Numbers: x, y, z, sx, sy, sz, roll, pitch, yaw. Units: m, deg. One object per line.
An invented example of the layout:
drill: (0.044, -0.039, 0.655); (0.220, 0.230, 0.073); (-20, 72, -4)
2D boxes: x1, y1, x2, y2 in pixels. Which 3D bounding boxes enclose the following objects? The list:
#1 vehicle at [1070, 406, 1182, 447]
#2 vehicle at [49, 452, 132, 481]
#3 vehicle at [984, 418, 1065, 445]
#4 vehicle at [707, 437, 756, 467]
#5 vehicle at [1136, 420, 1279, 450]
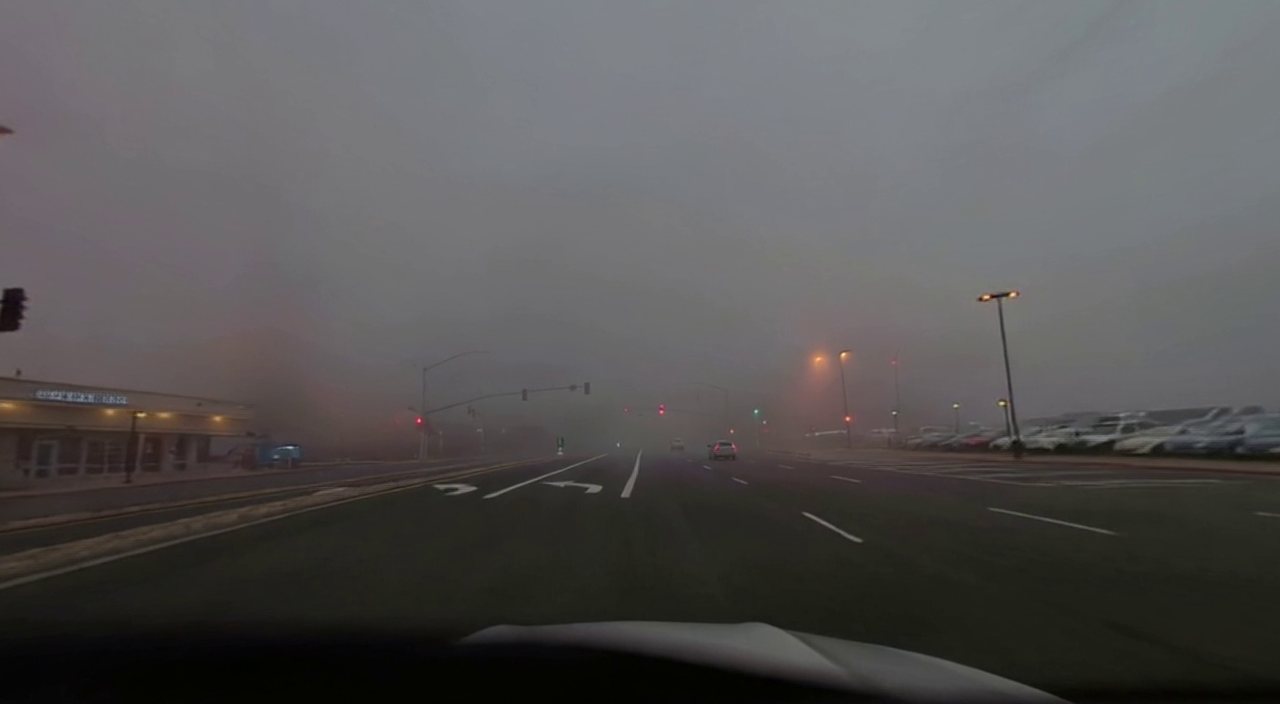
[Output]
vehicle: (26.726, 4.221, 35.035); (2.340, 2.048, 6.148); (-2, -9, 12)
vehicle: (-33.727, 7.000, 38.840); (1.781, 1.590, 3.853); (0, -8, -4)
vehicle: (26.713, 5.569, 43.877); (4.326, 1.788, 1.984); (0, -8, -1)
vehicle: (4.880, 5.407, 34.279); (2.038, 1.528, 4.259); (0, -8, 0)
vehicle: (27.037, 3.429, 26.326); (2.870, 1.165, 10.713); (-1, -8, -9)
